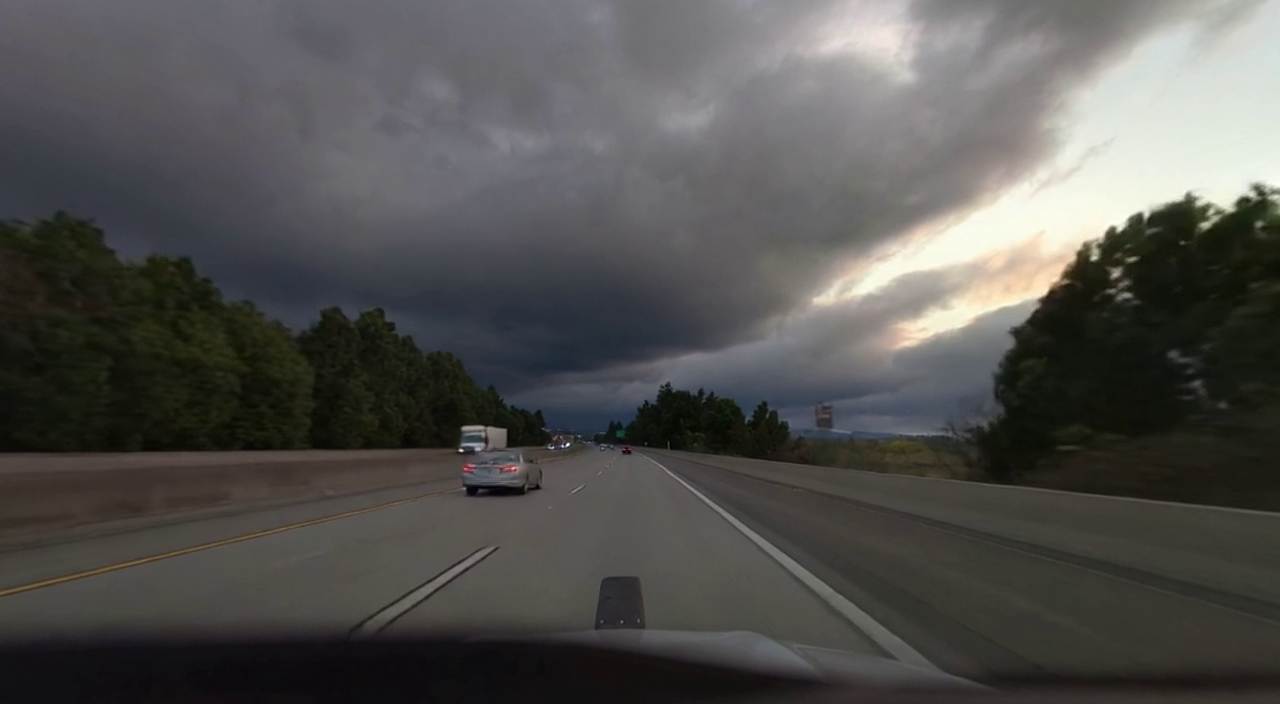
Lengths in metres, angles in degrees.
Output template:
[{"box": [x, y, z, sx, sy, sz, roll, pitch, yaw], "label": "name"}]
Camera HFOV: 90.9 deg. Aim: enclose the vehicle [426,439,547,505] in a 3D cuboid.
[{"box": [-4.004, 3.243, 17.396, 2.083, 1.560, 4.713, 0, -9, 1], "label": "vehicle"}]
